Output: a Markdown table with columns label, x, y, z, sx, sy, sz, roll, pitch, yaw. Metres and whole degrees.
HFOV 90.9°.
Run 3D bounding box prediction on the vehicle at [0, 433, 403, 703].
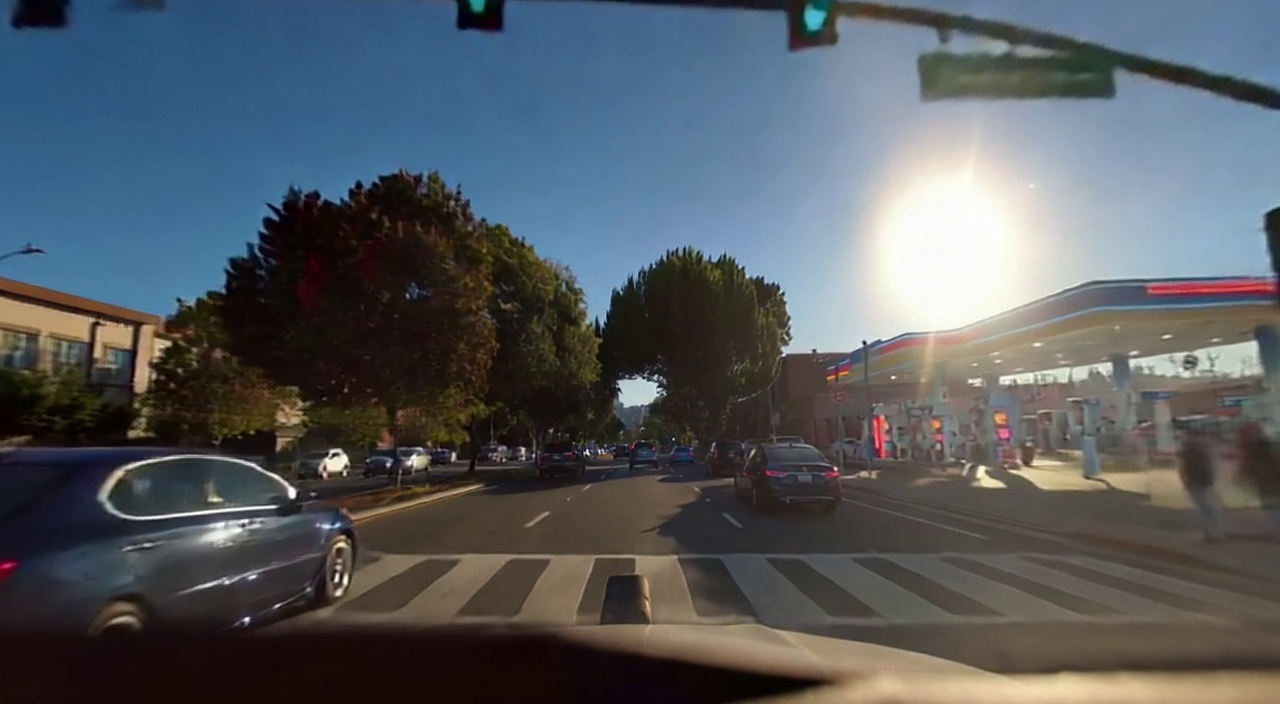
| label | x | y | z | sx | sy | sz | roll | pitch | yaw |
| --- | --- | --- | --- | --- | --- | --- | --- | --- | --- |
| vehicle | -3.281 | 1.186 | 3.677 | 2.013 | 1.354 | 4.393 | 0 | -9 | 1 |

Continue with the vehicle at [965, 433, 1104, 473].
| label | x | y | z | sx | sy | sz | roll | pitch | yaw |
| --- | --- | --- | --- | --- | --- | --- | --- | --- | --- |
| vehicle | 16.920 | 4.364 | 27.420 | 1.860 | 1.587 | 4.949 | 3 | -9 | -19 |

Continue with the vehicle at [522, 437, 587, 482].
| label | x | y | z | sx | sy | sz | roll | pitch | yaw |
| --- | --- | --- | --- | --- | --- | --- | --- | --- | --- |
| vehicle | -3.313 | 4.278 | 25.274 | 1.988 | 1.645 | 3.995 | 0 | -9 | 1 |

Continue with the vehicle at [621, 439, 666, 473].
| label | x | y | z | sx | sy | sz | roll | pitch | yaw |
| --- | --- | --- | --- | --- | --- | --- | --- | --- | --- |
| vehicle | 0.169 | 5.384 | 32.834 | 2.192 | 1.674 | 4.124 | 0 | -9 | 0 |

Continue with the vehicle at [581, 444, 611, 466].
| label | x | y | z | sx | sy | sz | roll | pitch | yaw |
| --- | --- | --- | --- | --- | --- | --- | --- | --- | --- |
| vehicle | -3.175 | 7.520 | 46.128 | 1.901 | 1.483 | 4.372 | 0 | -9 | 0 |

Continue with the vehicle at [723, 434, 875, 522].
| label | x | y | z | sx | sy | sz | roll | pitch | yaw |
| --- | --- | --- | --- | --- | --- | --- | --- | --- | --- |
| vehicle | 3.053 | 2.526 | 13.211 | 1.919 | 1.502 | 4.572 | 0 | -9 | -1 |
